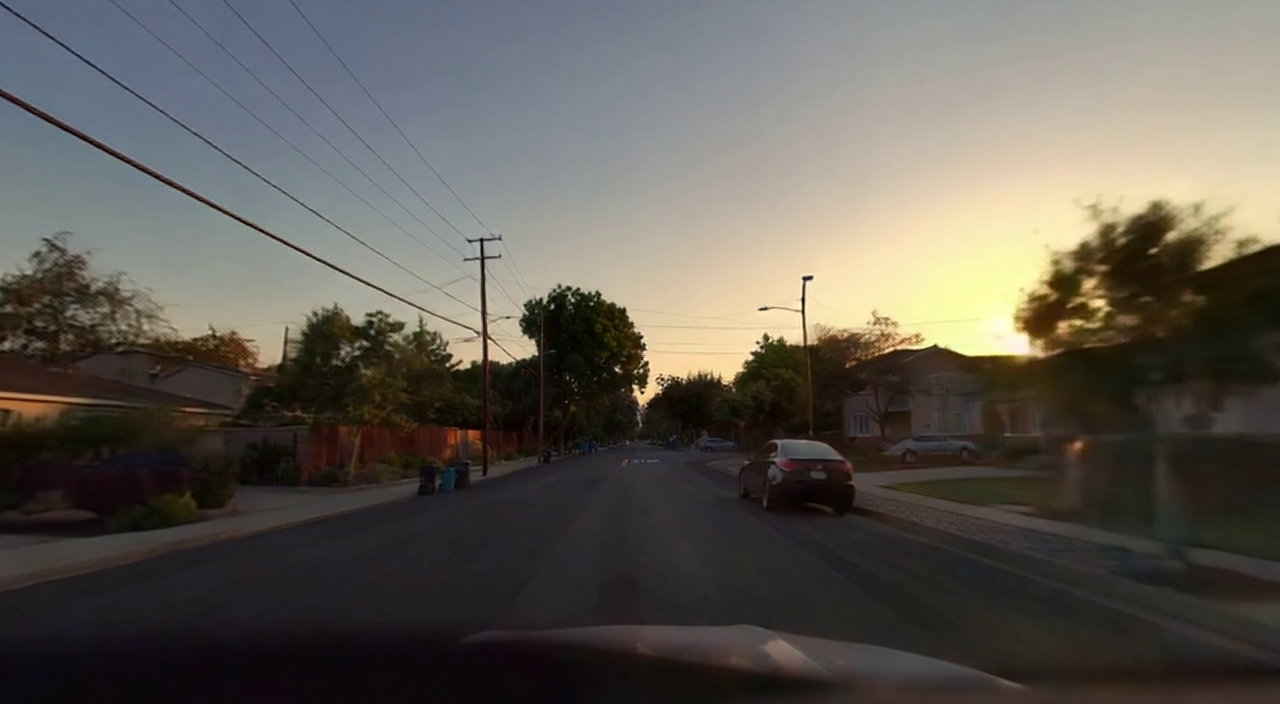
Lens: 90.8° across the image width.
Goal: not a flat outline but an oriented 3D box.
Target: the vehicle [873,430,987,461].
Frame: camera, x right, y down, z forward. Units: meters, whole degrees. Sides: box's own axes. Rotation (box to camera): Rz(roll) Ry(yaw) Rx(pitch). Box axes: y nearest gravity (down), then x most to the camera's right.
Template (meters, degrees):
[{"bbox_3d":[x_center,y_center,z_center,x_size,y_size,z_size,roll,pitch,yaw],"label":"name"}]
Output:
[{"bbox_3d":[14.427,4.687,31.669,4.737,1.493,2.001,-1,-8,4],"label":"vehicle"}]

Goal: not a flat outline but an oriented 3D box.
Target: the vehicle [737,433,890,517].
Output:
[{"bbox_3d":[3.547,2.601,13.943,2.012,1.531,4.557,0,-8,-1],"label":"vehicle"}]
